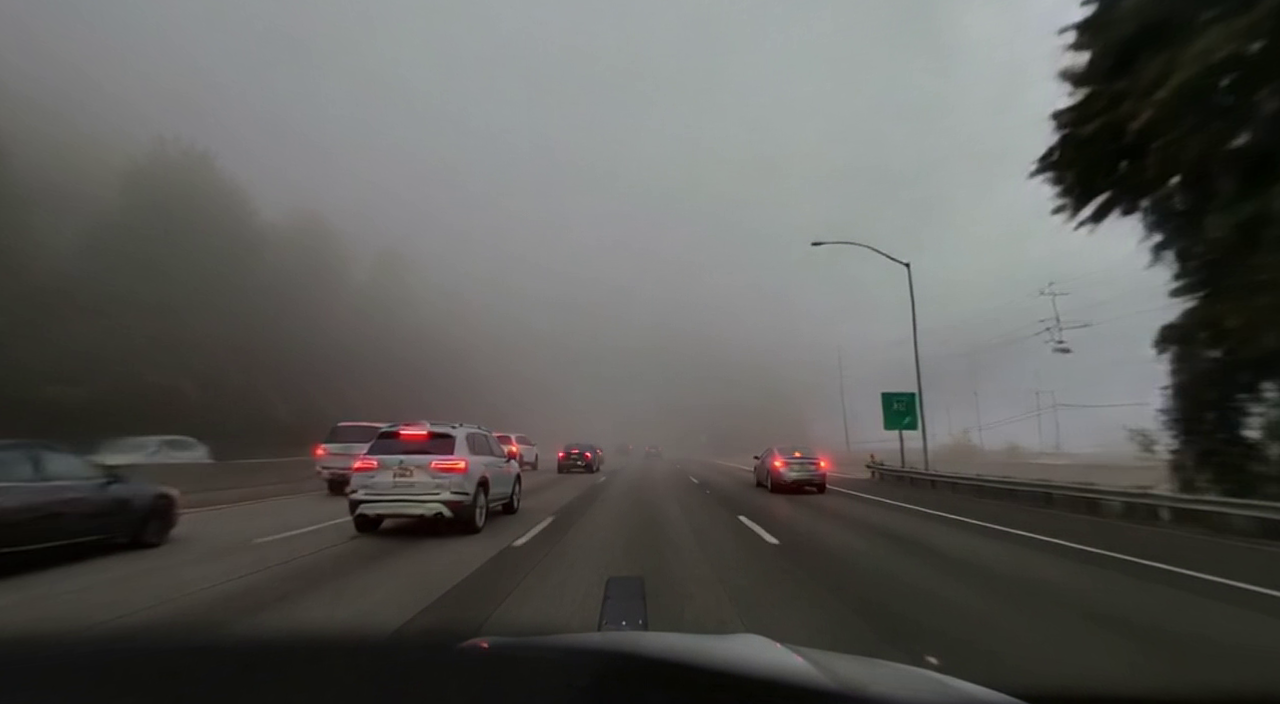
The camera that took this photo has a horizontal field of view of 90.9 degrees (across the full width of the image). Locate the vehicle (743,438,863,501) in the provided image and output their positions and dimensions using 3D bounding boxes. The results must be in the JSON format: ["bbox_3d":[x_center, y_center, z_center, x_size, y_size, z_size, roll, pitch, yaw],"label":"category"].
[{"bbox_3d":[4.255,3.136,17.331,2.022,1.472,4.678,0,-8,0],"label":"vehicle"}]

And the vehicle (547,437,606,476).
[{"bbox_3d":[-2.873,4.864,29.577,2.133,1.668,4.505,0,-8,2],"label":"vehicle"}]

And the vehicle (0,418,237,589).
[{"bbox_3d":[-6.860,1.502,6.579,2.049,1.544,4.866,0,-8,1],"label":"vehicle"}]

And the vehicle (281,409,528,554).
[{"bbox_3d":[-3.337,1.938,10.160,2.133,1.775,4.530,0,-8,1],"label":"vehicle"}]
